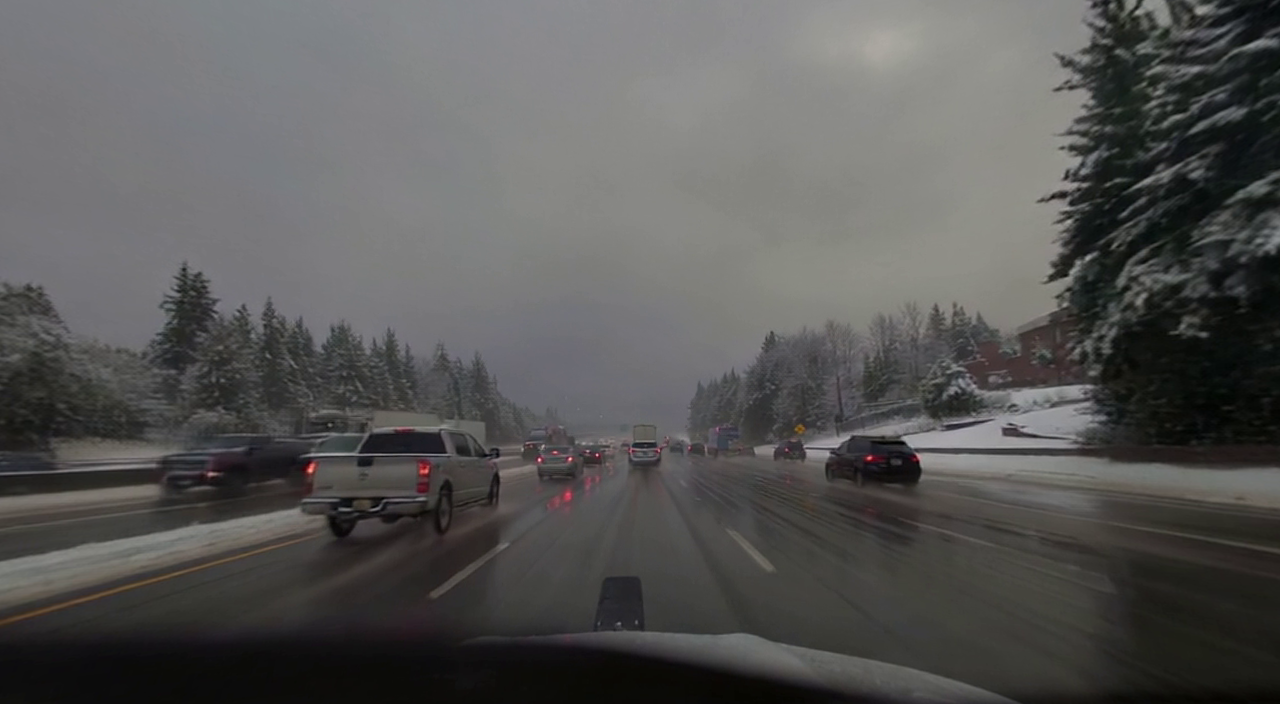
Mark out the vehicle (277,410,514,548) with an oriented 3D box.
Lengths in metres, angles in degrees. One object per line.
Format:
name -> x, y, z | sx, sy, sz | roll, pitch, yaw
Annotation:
vehicle -> -3.570, 1.959, 10.318 | 2.012, 1.734, 4.510 | 0, -9, 0

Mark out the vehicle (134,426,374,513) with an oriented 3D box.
vehicle -> -9.009, 2.810, 15.578 | 2.322, 1.743, 5.624 | 0, -9, 1

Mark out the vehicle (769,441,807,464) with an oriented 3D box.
vehicle -> 11.360, 7.741, 48.638 | 1.988, 1.676, 4.262 | 0, -9, 1

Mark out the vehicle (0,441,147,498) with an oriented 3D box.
vehicle -> -18.203, 3.568, 19.538 | 1.728, 1.537, 4.734 | -1, -9, 4

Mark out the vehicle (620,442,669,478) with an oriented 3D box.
vehicle -> 0.192, 4.841, 28.423 | 2.053, 1.461, 3.941 | 0, -9, 1

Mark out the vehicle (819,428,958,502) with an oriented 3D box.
vehicle -> 6.584, 3.043, 17.303 | 1.992, 1.745, 4.329 | 0, -9, -1

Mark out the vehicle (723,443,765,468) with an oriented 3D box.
vehicle -> 6.451, 6.486, 39.635 | 1.895, 1.488, 4.254 | 0, -9, 0

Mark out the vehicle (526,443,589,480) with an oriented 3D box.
vehicle -> -3.398, 4.614, 26.843 | 2.025, 1.449, 4.190 | 0, -9, 1
